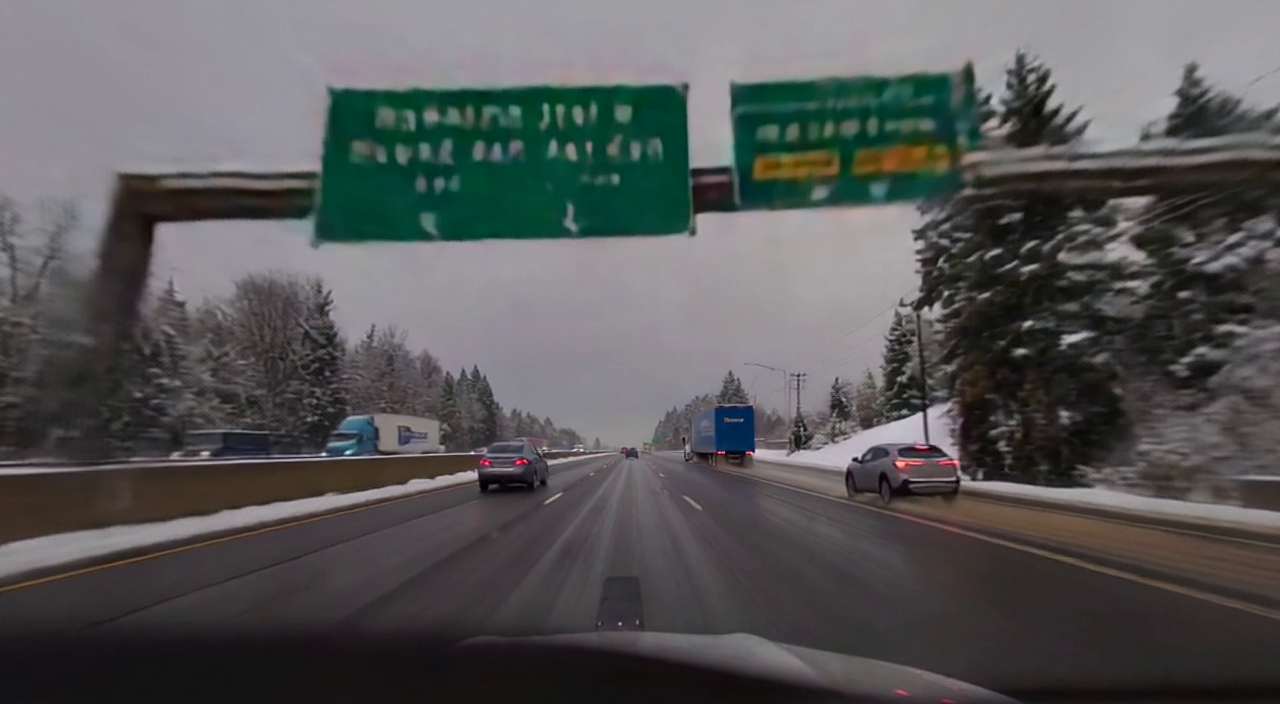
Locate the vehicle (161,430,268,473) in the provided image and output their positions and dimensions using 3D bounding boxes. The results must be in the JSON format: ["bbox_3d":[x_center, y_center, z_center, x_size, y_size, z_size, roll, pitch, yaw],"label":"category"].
[{"bbox_3d":[-24.388,5.746,36.584,2.205,2.293,5.841,0,-9,-1],"label":"vehicle"}]

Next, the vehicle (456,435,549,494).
[{"bbox_3d":[-4.214,3.516,20.048,2.027,1.651,4.099,0,-9,0],"label":"vehicle"}]

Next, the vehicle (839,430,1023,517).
[{"bbox_3d":[6.309,2.679,14.405,1.991,1.647,4.409,0,-9,-1],"label":"vehicle"}]

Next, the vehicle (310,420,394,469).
[{"bbox_3d":[-20.859,6.780,46.248,2.949,3.338,6.668,0,-9,0],"label":"vehicle"}]
